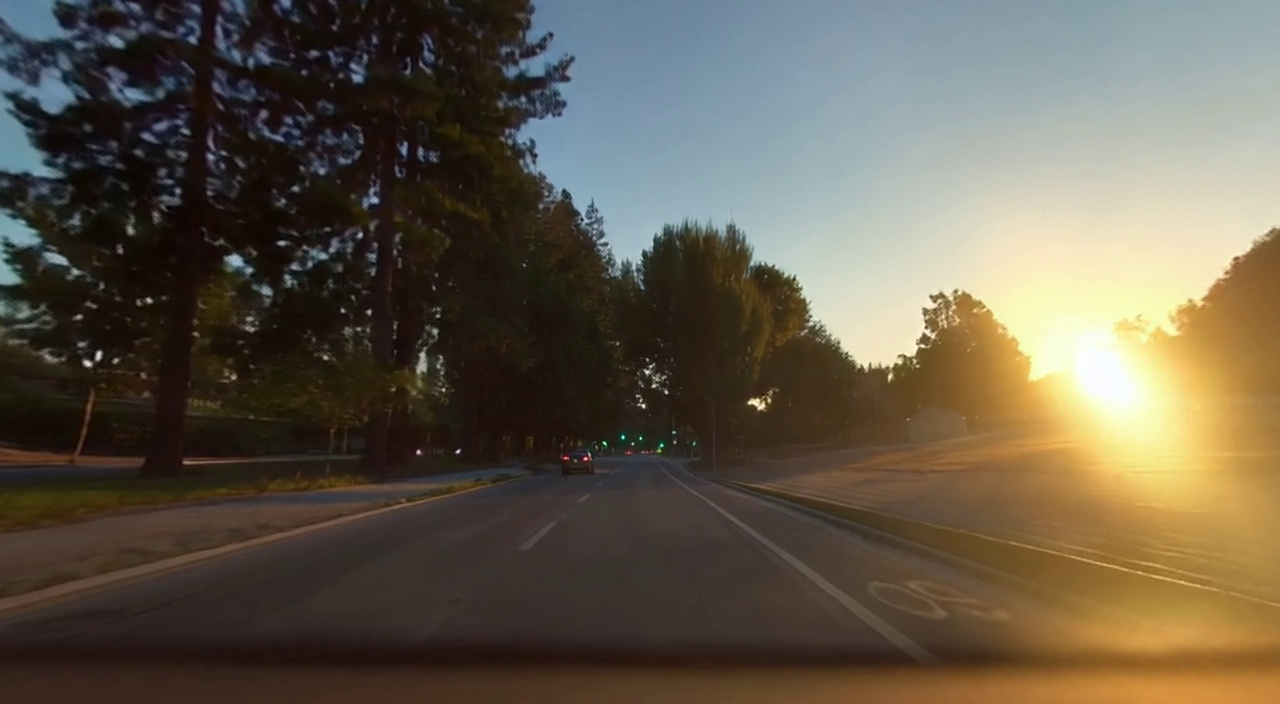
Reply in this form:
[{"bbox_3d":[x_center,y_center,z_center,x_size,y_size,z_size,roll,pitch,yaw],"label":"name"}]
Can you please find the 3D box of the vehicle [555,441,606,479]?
[{"bbox_3d":[-2.849,5.259,30.950,2.016,1.694,4.335,0,-8,1],"label":"vehicle"}]
